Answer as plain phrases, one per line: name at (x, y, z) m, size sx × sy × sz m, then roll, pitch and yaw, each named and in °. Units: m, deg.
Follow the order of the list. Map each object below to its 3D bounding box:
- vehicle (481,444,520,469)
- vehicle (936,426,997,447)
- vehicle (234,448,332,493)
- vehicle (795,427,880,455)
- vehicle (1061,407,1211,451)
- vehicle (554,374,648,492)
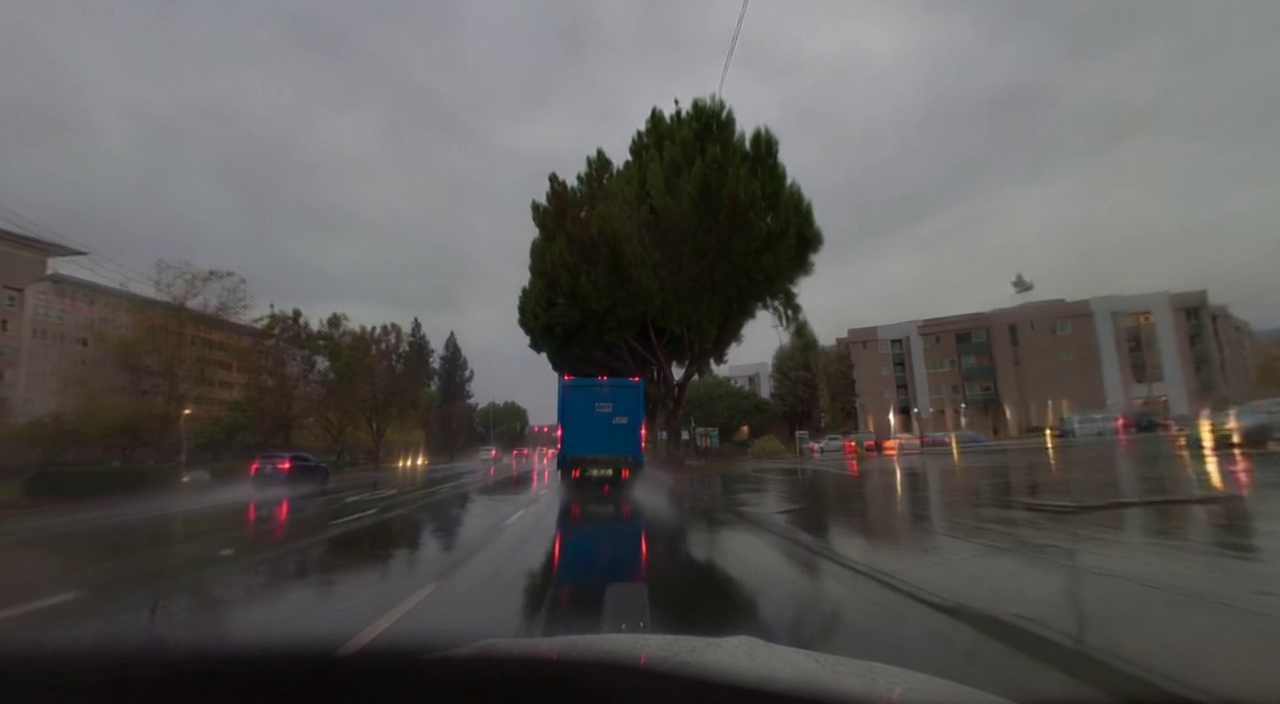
vehicle at (-10.330, 7.781, 46.818) m, size 2.095 × 1.759 × 4.433 m, roll 0°, pitch -9°, yaw -3°
vehicle at (23.578, 6.136, 45.401) m, size 3.537 × 1.393 × 1.581 m, roll 1°, pitch -10°, yaw -6°
vehicle at (-14.562, 4.810, 25.907) m, size 1.958 × 1.672 × 4.283 m, roll 1°, pitch -9°, yaw -8°
vehicle at (11.523, 5.222, 36.813) m, size 4.321 × 1.579 × 1.823 m, roll 1°, pitch -8°, yaw -4°
vehicle at (25.025, 3.908, 31.803) m, size 5.850 × 2.049 × 2.317 m, roll 0°, pitch -8°, yaw -6°
vehicle at (-1.545, 3.182, 24.095) m, size 2.905 × 3.644 × 8.807 m, roll 1°, pitch -9°, yaw -5°
